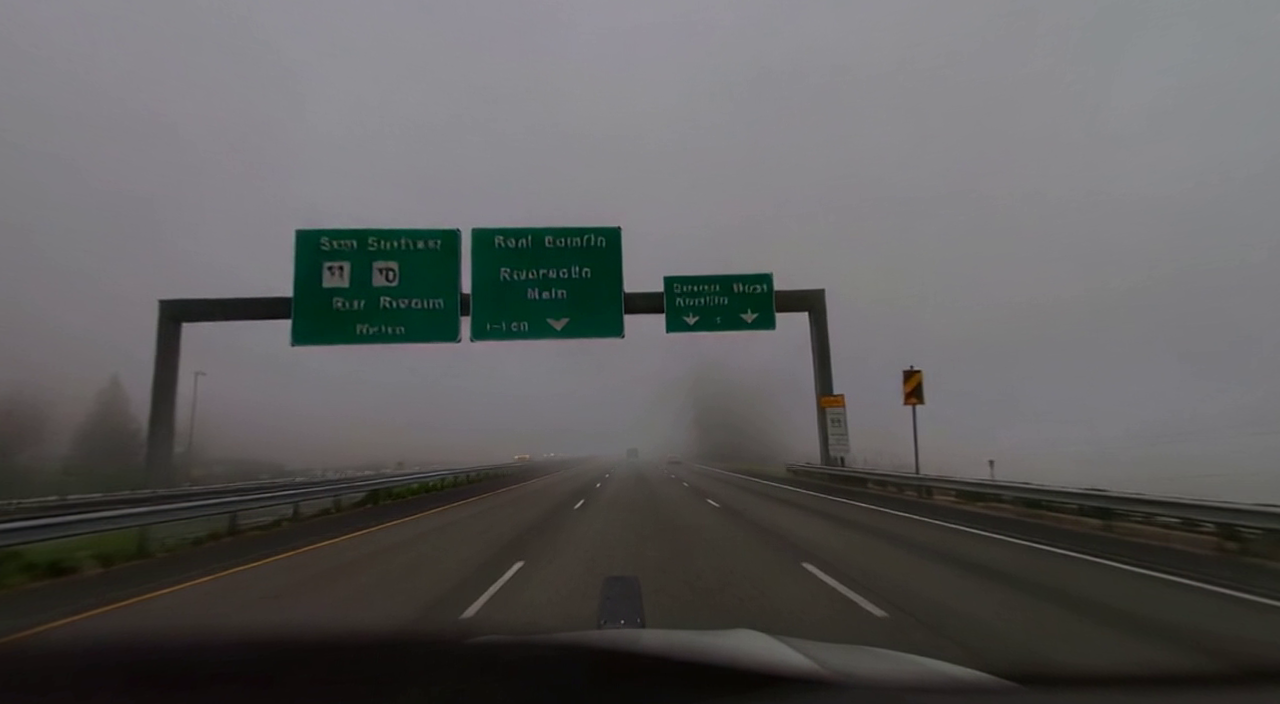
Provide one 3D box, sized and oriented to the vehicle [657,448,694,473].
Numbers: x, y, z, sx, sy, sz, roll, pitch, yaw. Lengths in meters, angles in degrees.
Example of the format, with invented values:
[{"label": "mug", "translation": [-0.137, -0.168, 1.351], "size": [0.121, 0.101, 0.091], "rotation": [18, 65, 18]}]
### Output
[{"label": "vehicle", "translation": [2.169, 6.724, 39.235], "size": [2.036, 1.457, 3.471], "rotation": [0, -9, -1]}]
